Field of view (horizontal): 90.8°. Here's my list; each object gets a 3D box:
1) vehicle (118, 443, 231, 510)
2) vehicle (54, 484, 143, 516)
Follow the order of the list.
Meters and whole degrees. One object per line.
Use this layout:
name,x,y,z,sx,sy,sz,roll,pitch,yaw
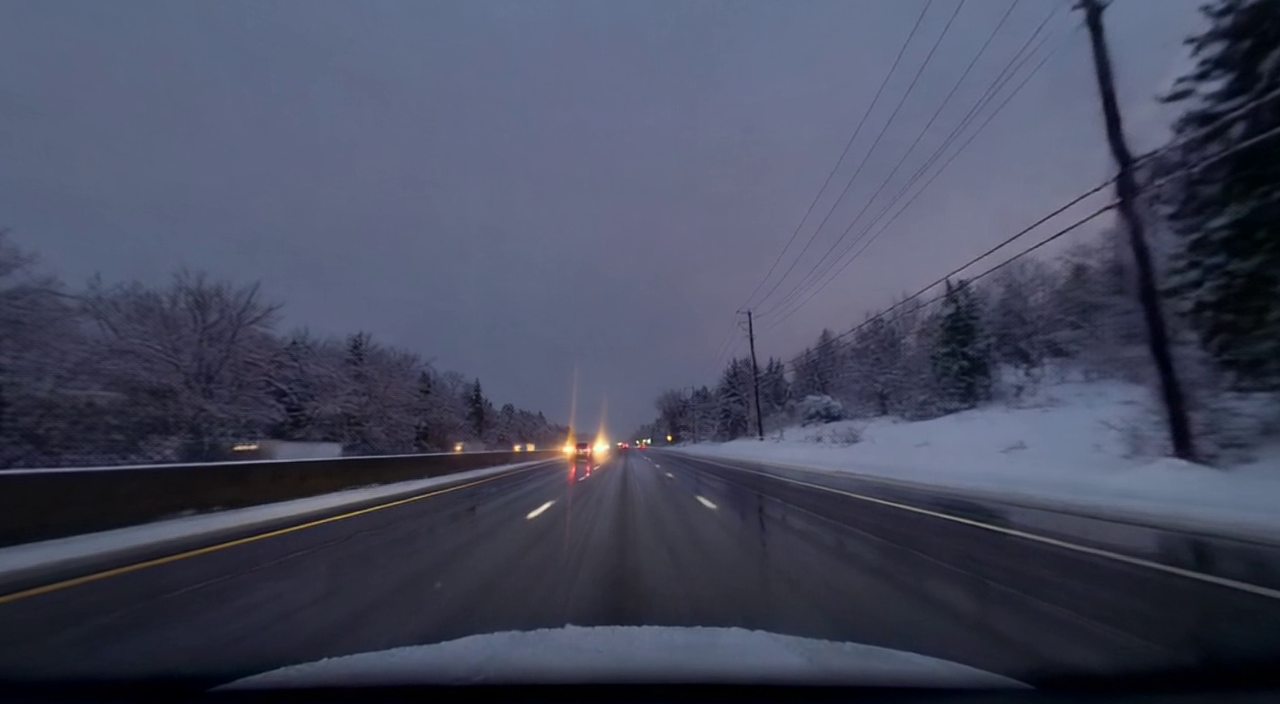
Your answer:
vehicle,-28.900,7.660,39.560,2.948,3.837,5.129,0,-8,-1
vehicle,-33.383,9.129,39.136,1.813,1.571,4.259,0,-8,-2
